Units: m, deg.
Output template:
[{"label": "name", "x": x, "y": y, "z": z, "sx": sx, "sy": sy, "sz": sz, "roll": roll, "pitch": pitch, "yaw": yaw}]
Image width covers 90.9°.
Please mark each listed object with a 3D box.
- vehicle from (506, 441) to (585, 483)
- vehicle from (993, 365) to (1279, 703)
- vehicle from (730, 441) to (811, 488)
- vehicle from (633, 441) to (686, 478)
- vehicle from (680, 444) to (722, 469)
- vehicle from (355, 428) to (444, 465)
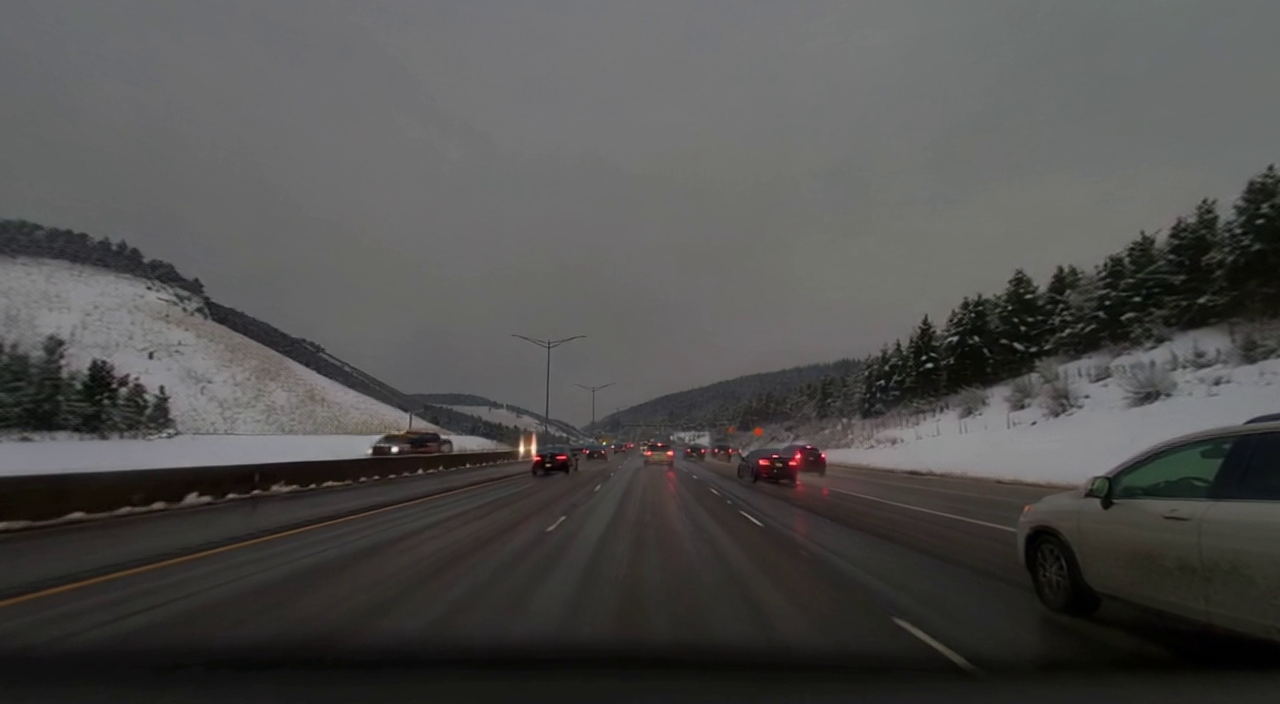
[{"label": "vehicle", "x": -3.444, "y": 4.107, "z": 23.860, "sx": 2.232, "sy": 1.438, "sz": 4.163, "roll": -1, "pitch": -8, "yaw": 2}, {"label": "vehicle", "x": 3.869, "y": 0.884, "z": 2.731, "sx": 2.018, "sy": 1.670, "sz": 4.658, "roll": 0, "pitch": -8, "yaw": 1}, {"label": "vehicle", "x": 4.470, "y": 3.906, "z": 22.198, "sx": 1.867, "sy": 1.465, "sz": 4.093, "roll": 0, "pitch": -8, "yaw": -2}, {"label": "vehicle", "x": 0.799, "y": 4.685, "z": 27.701, "sx": 2.138, "sy": 1.473, "sz": 4.392, "roll": 0, "pitch": -8, "yaw": 0}, {"label": "vehicle", "x": 3.749, "y": 6.458, "z": 39.338, "sx": 2.177, "sy": 1.453, "sz": 4.205, "roll": 0, "pitch": -8, "yaw": -1}, {"label": "vehicle", "x": -13.971, "y": 5.560, "z": 37.210, "sx": 2.547, "sy": 1.937, "sz": 6.432, "roll": -1, "pitch": -8, "yaw": 1}]
